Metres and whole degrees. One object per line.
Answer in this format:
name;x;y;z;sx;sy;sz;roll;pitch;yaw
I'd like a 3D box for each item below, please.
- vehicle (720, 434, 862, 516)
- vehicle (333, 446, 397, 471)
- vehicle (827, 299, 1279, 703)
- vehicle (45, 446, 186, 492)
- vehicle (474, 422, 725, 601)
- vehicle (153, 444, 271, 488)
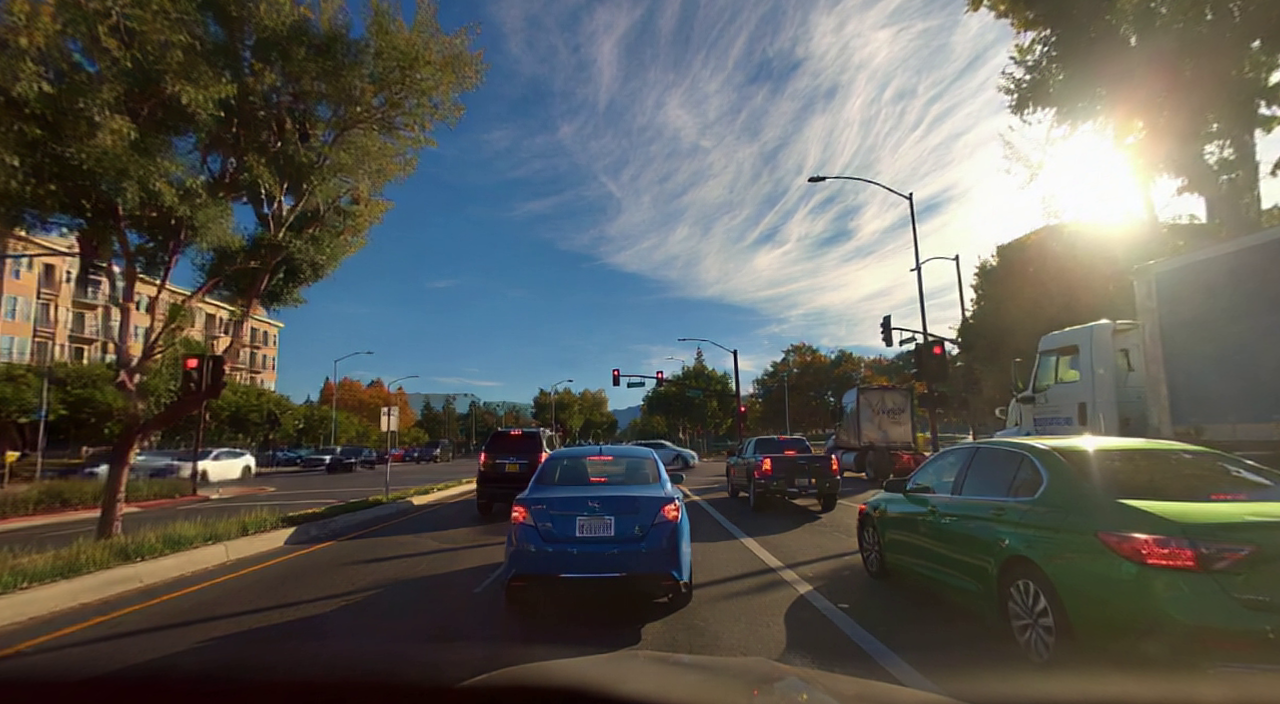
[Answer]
vehicle;3.160;2.677;14.322;2.026;1.549;4.559;0;-8;-1
vehicle;-18.032;6.968;41.665;2.130;1.550;4.618;0;-8;0
vehicle;3.582;1.106;5.067;2.572;1.945;5.065;0;-8;0
vehicle;-21.705;4.819;26.444;1.935;1.701;4.590;0;-8;0
vehicle;-0.367;1.654;7.405;2.143;1.520;3.848;0;-8;-1
vehicle;-17.990;4.774;26.844;1.976;1.667;4.274;0;-8;1
